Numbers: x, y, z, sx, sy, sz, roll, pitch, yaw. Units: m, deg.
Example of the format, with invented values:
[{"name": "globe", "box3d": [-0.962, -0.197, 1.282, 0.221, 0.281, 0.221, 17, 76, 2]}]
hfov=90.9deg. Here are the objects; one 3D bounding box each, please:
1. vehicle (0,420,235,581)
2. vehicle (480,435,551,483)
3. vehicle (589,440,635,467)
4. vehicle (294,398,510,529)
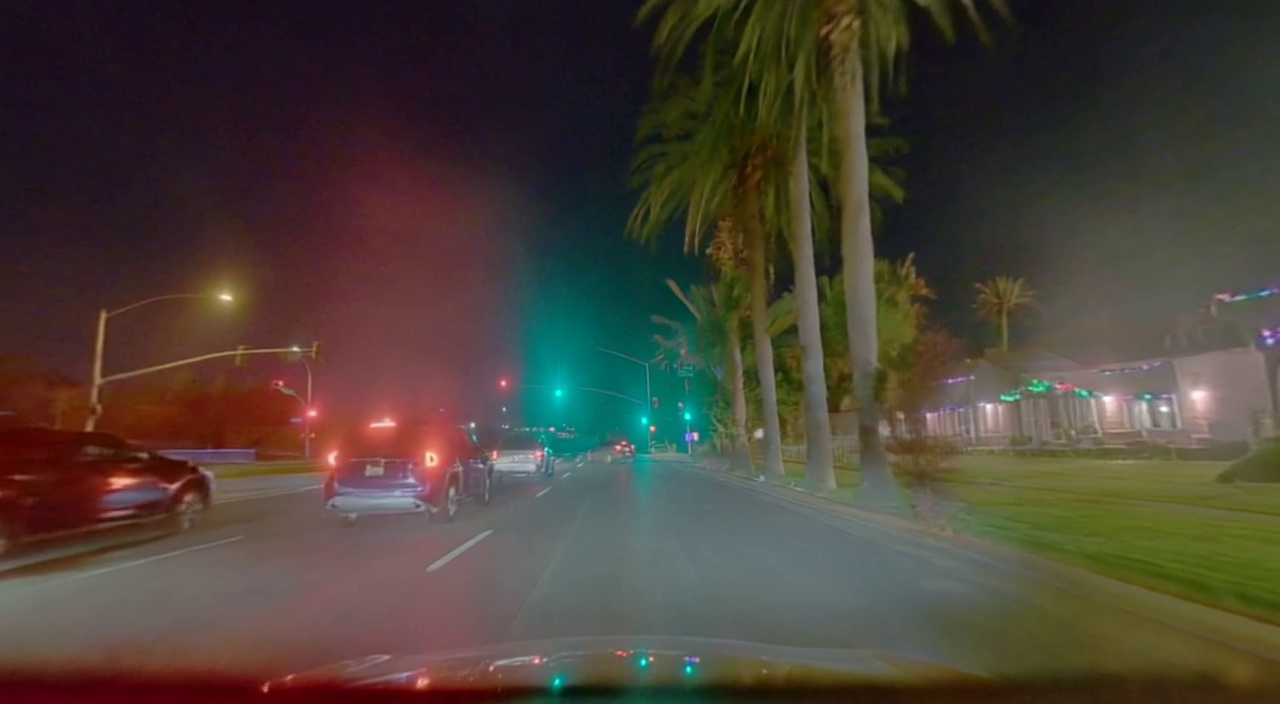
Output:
[{"name": "vehicle", "box3d": [-6.958, 1.544, 6.910, 1.984, 1.479, 4.816, -1, -8, -2]}, {"name": "vehicle", "box3d": [-4.201, 3.646, 21.840, 1.709, 1.425, 4.337, -1, -8, -2]}, {"name": "vehicle", "box3d": [-1.494, 5.116, 32.054, 2.131, 1.222, 3.868, 0, -8, -6]}, {"name": "vehicle", "box3d": [-4.014, 1.979, 11.786, 2.144, 1.877, 4.899, -1, -8, 0]}]
